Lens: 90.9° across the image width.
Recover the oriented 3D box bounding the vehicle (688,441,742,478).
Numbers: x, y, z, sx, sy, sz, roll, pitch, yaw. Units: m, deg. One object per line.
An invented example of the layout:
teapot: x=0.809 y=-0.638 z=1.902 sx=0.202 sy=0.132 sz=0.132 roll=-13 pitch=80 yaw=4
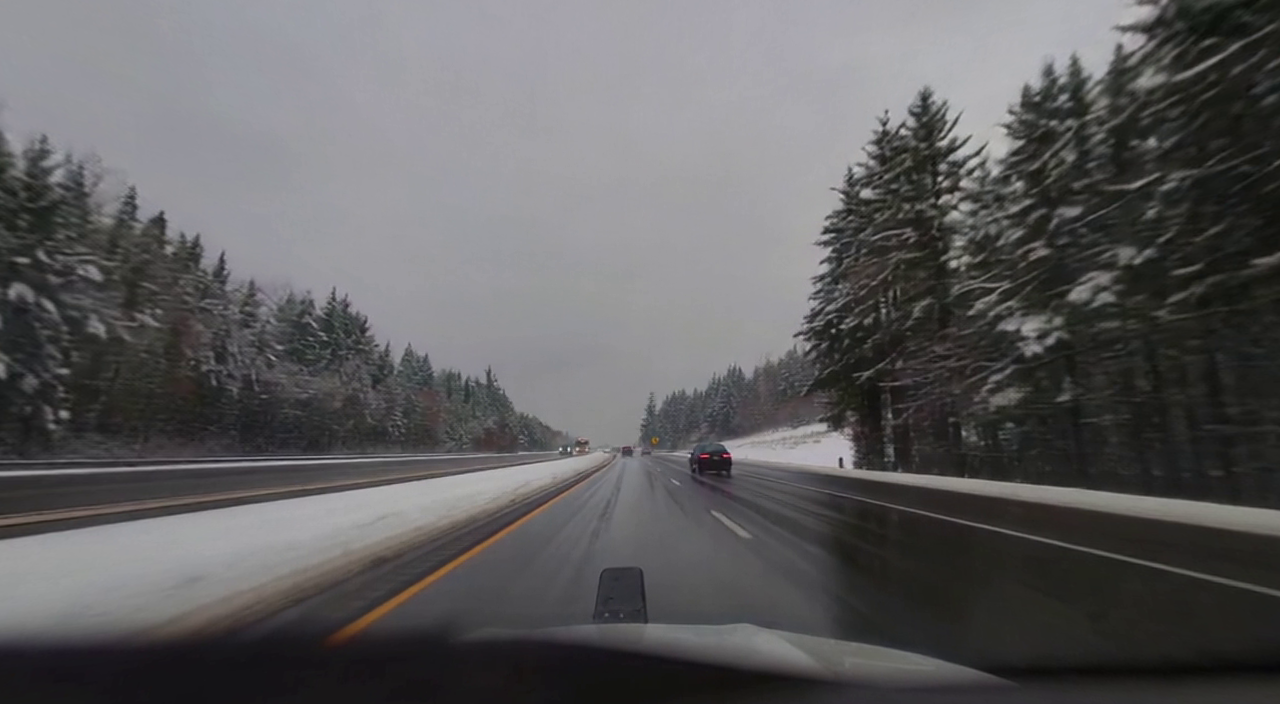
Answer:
vehicle: x=3.583 y=5.239 z=30.876 sx=1.933 sy=1.663 sz=4.440 roll=0 pitch=-9 yaw=-2
